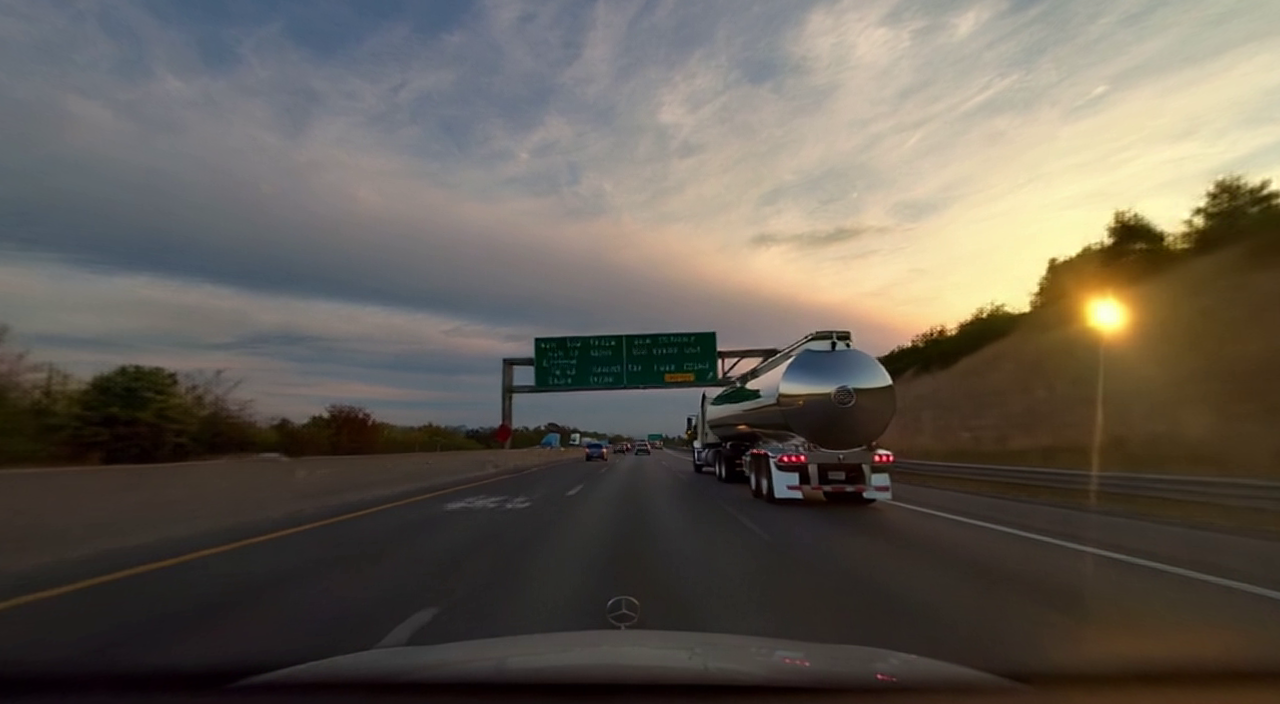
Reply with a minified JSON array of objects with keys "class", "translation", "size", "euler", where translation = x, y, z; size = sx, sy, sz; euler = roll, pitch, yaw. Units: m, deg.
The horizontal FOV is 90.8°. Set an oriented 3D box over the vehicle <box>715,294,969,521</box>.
[{"class":"vehicle","translation":[3.870,1.595,15.240],"size":[2.759,3.734,9.708],"euler":[0,-9,-1]}]
